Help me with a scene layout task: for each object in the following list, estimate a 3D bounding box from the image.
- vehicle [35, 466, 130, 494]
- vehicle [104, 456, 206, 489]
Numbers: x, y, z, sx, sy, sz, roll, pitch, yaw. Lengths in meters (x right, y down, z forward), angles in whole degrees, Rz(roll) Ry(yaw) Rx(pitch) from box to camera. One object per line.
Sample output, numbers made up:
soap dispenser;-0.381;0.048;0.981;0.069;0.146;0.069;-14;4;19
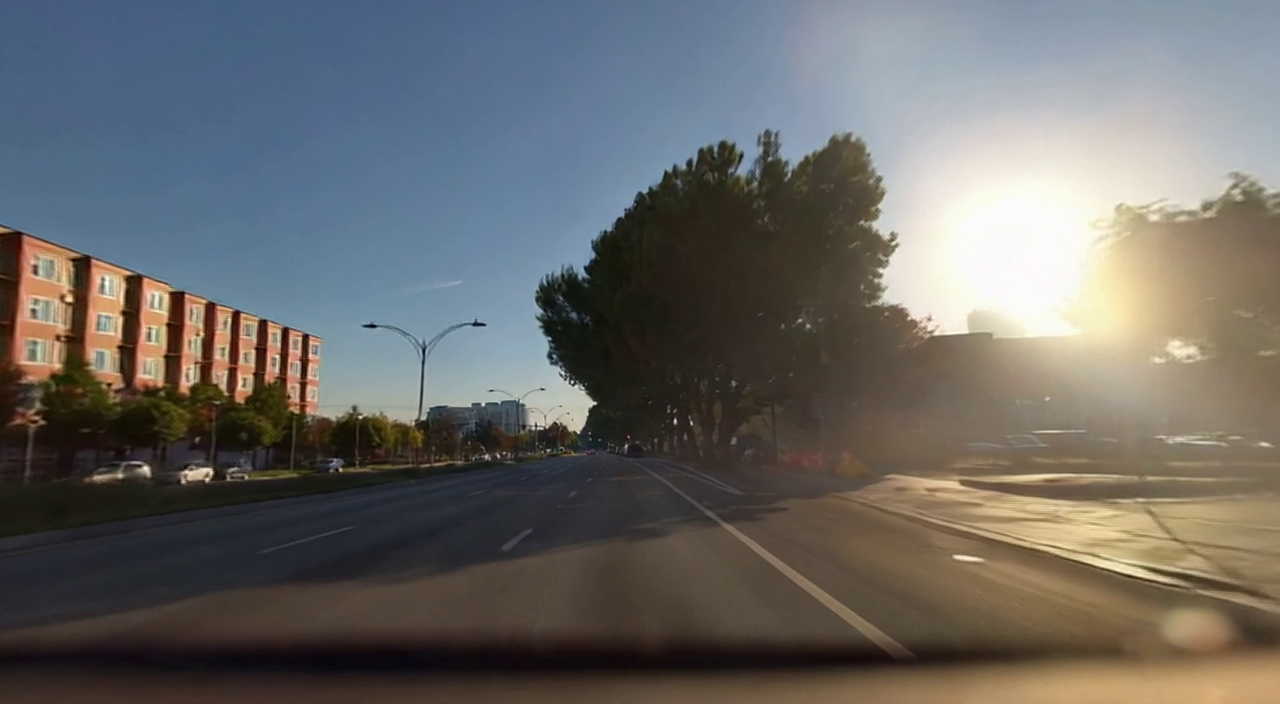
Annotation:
vehicle;-33.537;7.691;38.211;1.868;1.467;4.423;0;-8;-3
vehicle;-33.672;8.321;44.160;2.483;2.000;6.110;0;-8;-2
